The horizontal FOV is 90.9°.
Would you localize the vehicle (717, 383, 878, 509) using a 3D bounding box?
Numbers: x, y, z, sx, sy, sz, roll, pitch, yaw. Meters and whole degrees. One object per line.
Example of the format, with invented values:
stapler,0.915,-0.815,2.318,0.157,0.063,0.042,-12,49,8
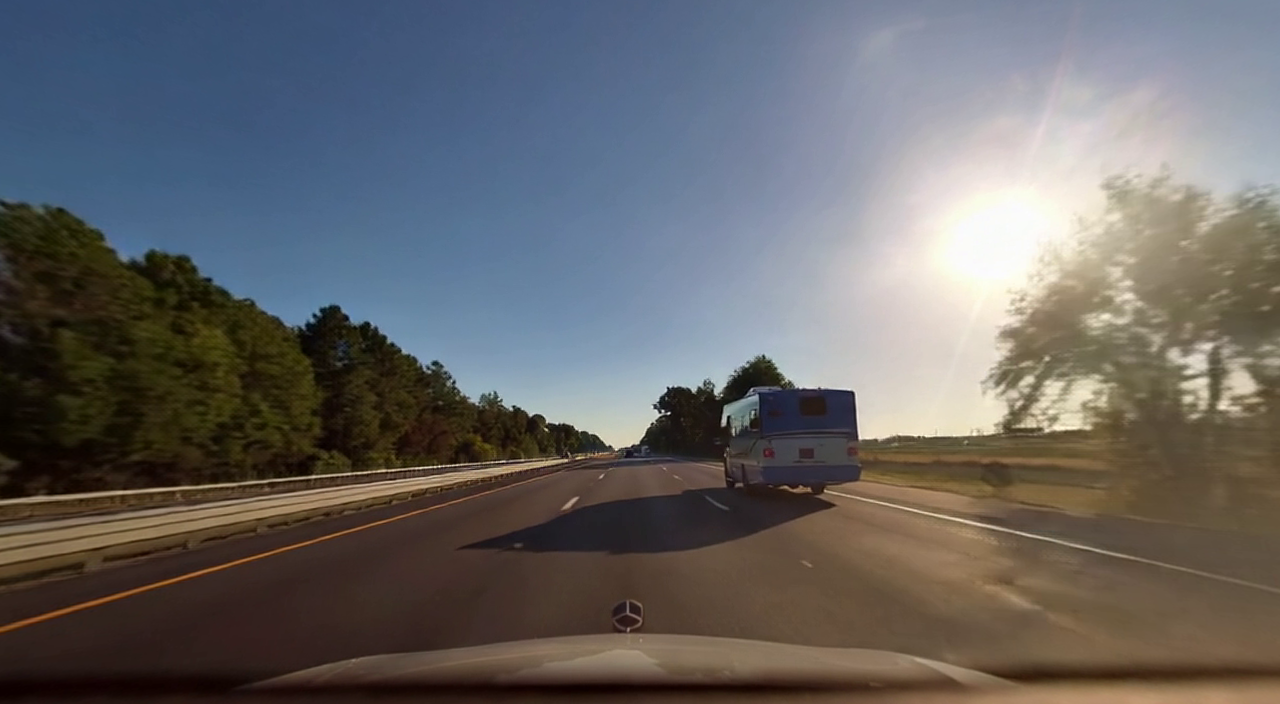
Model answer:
vehicle,3.869,2.545,17.133,2.556,2.763,6.287,0,-9,-2
